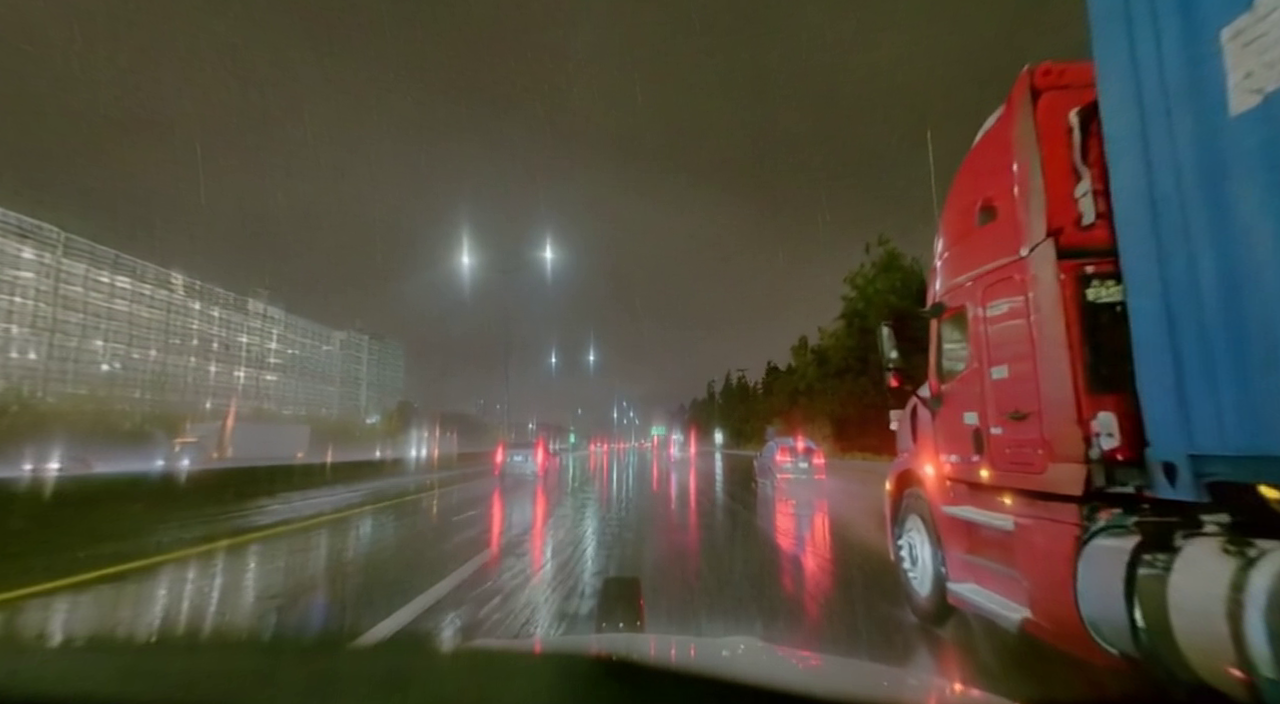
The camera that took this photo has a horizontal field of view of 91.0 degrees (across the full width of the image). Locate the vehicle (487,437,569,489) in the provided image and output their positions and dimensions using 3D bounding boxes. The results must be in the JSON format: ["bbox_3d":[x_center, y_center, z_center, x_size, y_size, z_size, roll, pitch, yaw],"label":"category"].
[{"bbox_3d":[-3.613,3.651,21.061,1.954,1.528,4.010,0,-9,0],"label":"vehicle"}]

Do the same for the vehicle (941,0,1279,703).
[{"bbox_3d":[3.686,-0.349,1.219,3.089,3.779,6.420,0,-9,2],"label":"vehicle"}]

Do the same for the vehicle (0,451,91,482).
[{"bbox_3d":[-32.280,6.056,33.527,1.863,1.470,4.531,0,-9,1],"label":"vehicle"}]
